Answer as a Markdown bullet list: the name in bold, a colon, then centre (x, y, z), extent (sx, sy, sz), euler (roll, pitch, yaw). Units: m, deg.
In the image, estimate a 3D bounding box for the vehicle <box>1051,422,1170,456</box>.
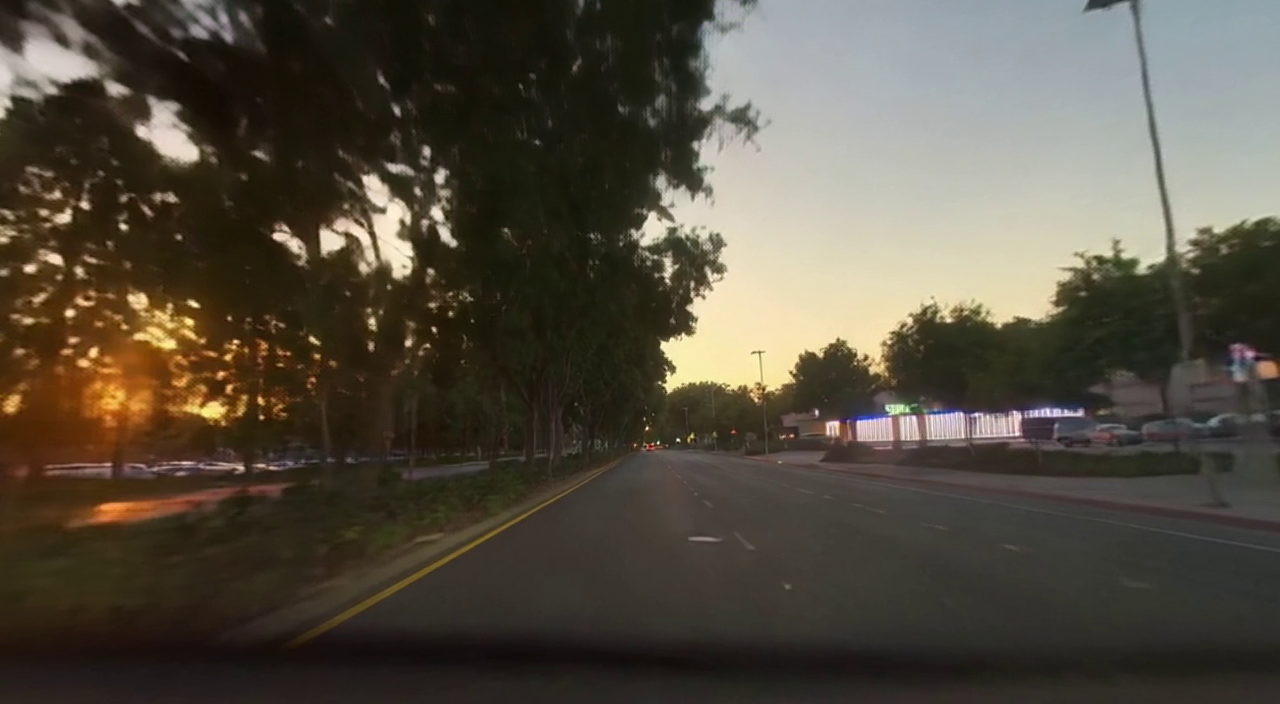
- **vehicle**: centre (32.013, 5.918, 43.005), extent (6.116, 1.924, 2.287), euler (-3, -8, 1)
